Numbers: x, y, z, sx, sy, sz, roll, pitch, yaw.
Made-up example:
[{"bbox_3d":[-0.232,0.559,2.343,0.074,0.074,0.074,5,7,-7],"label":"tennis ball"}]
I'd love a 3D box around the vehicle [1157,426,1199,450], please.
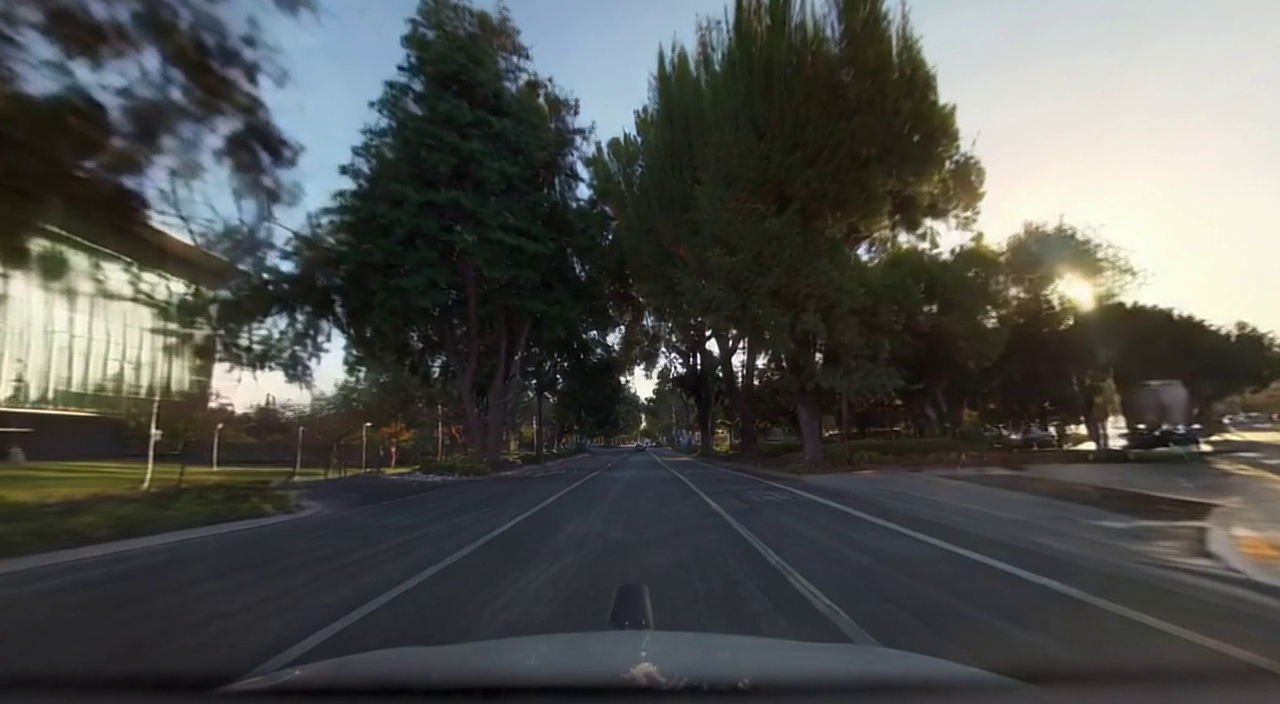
[{"bbox_3d":[35.246,5.644,41.324,1.828,1.443,3.905,-7,-10,38],"label":"vehicle"}]

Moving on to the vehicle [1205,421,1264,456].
[{"bbox_3d":[32.228,4.775,34.256,1.856,1.730,4.156,-9,-13,38],"label":"vehicle"}]
